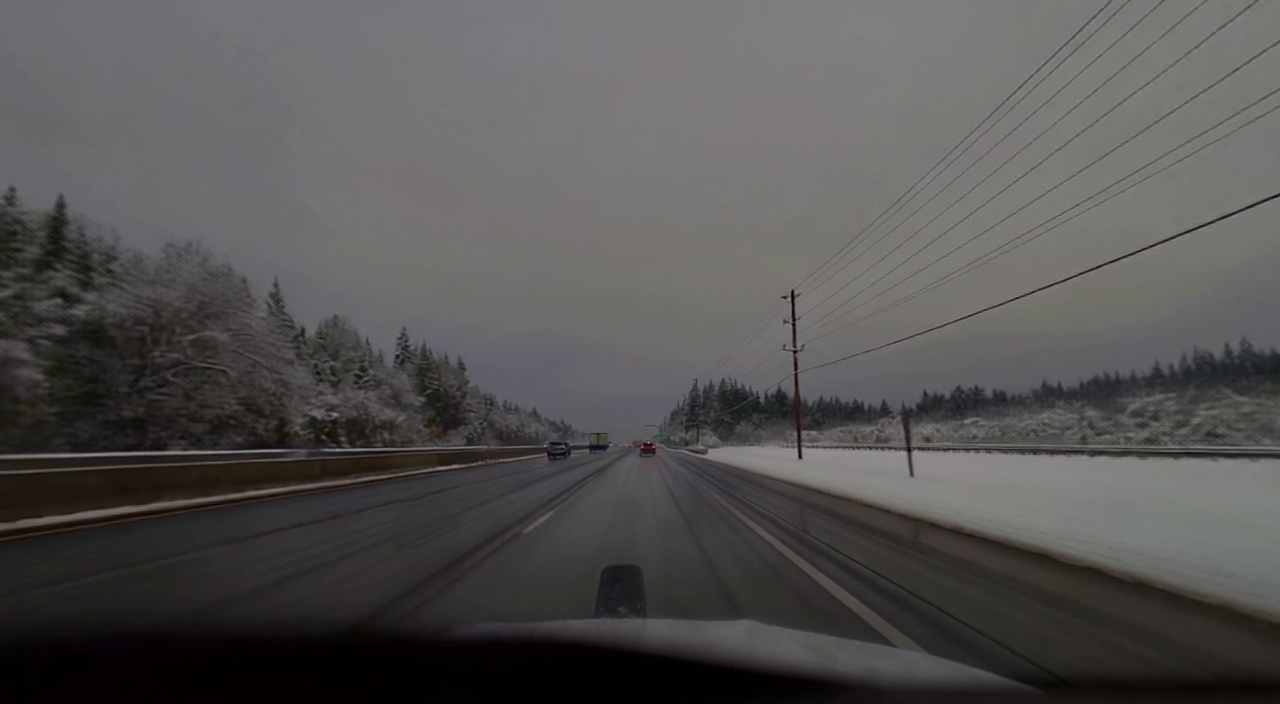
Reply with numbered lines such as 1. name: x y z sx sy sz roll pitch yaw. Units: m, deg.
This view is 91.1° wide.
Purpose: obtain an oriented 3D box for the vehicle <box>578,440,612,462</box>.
1. vehicle: -3.196 7.137 45.240 2.046 1.478 4.111 0 -8 1

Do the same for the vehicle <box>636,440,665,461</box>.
1. vehicle: 0.763 7.421 47.433 2.057 1.453 3.926 0 -8 0
